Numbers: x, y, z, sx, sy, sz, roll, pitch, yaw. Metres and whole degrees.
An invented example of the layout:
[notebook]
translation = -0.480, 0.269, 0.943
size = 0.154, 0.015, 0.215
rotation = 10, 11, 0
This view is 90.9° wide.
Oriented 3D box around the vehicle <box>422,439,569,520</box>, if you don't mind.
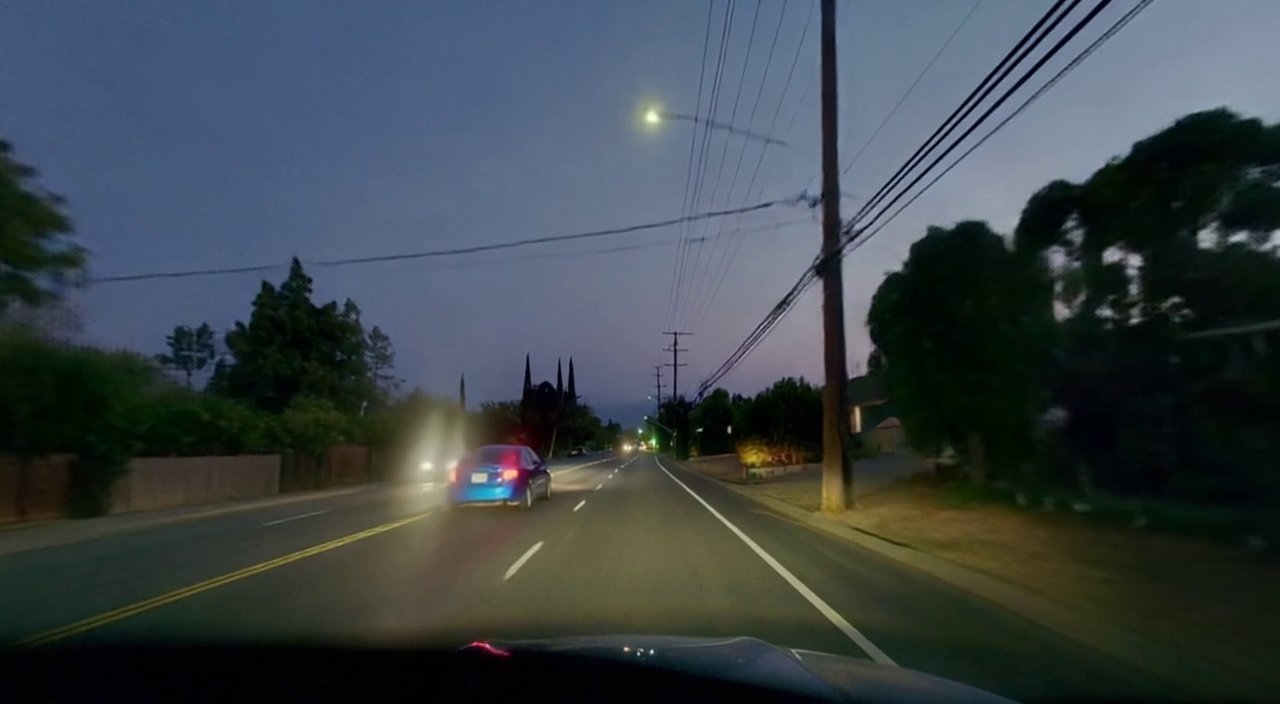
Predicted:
[vehicle]
translation = -3.031, 2.785, 14.506
size = 2.085, 1.512, 5.023
rotation = 0, -8, 1
